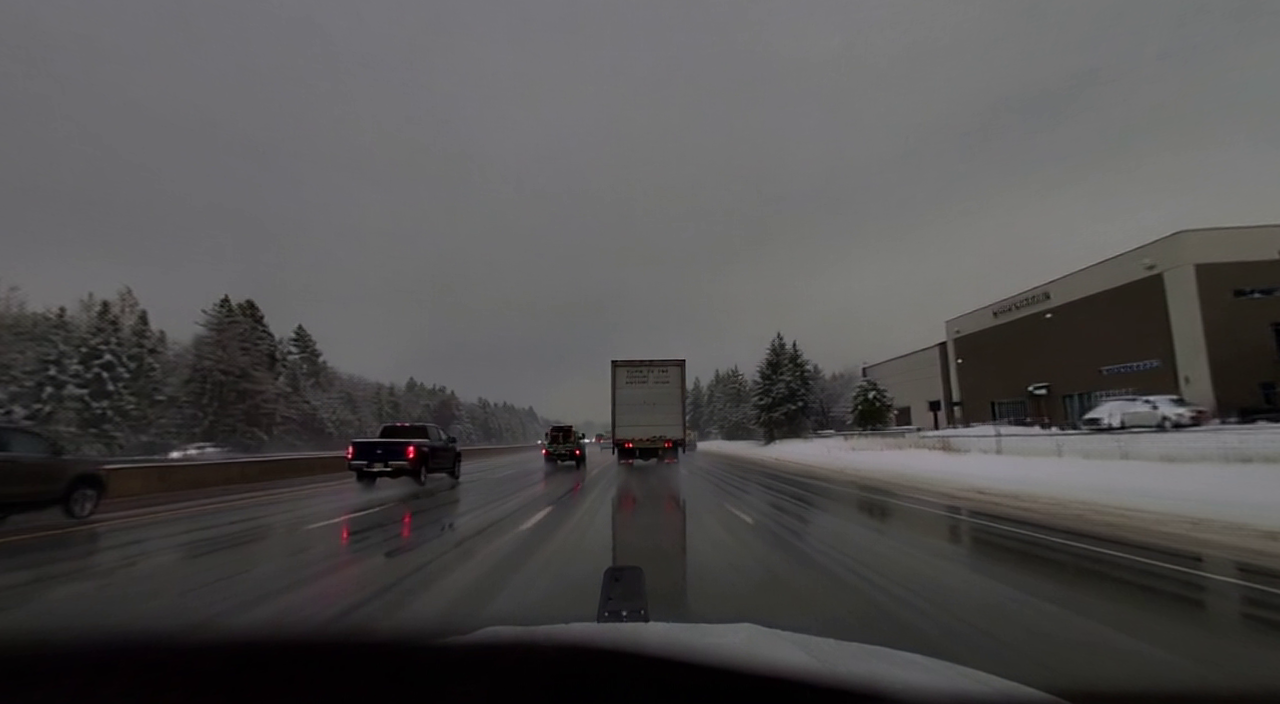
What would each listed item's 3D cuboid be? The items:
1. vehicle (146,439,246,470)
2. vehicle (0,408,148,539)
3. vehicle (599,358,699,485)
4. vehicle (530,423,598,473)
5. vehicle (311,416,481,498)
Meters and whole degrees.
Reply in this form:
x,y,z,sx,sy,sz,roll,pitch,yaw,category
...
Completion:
x,y,z,sx,sy,sz,roll,pitch,yaw,category
-24.222,5.621,34.657,1.996,1.563,4.744,0,-9,0,vehicle
-10.359,1.720,8.858,2.089,1.885,5.888,0,-9,1,vehicle
0.225,2.789,23.730,2.941,3.794,9.851,0,-9,0,vehicle
-3.371,4.490,29.495,2.379,2.075,6.169,0,-9,1,vehicle
-6.680,2.996,18.326,2.479,1.978,5.952,0,-9,1,vehicle
